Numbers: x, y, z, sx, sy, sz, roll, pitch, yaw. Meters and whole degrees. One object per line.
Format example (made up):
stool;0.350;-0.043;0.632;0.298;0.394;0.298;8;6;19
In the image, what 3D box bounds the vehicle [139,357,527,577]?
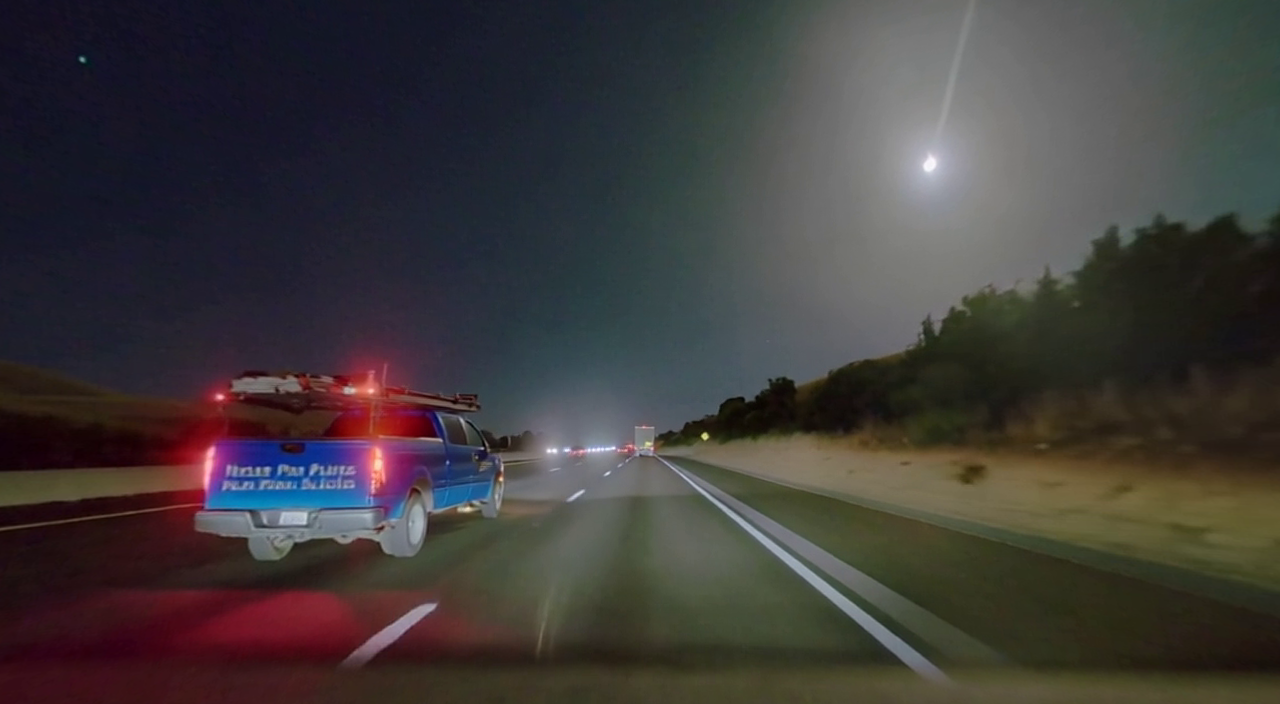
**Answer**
vehicle;-3.877;1.697;10.160;2.791;2.330;6.725;0;-8;1
